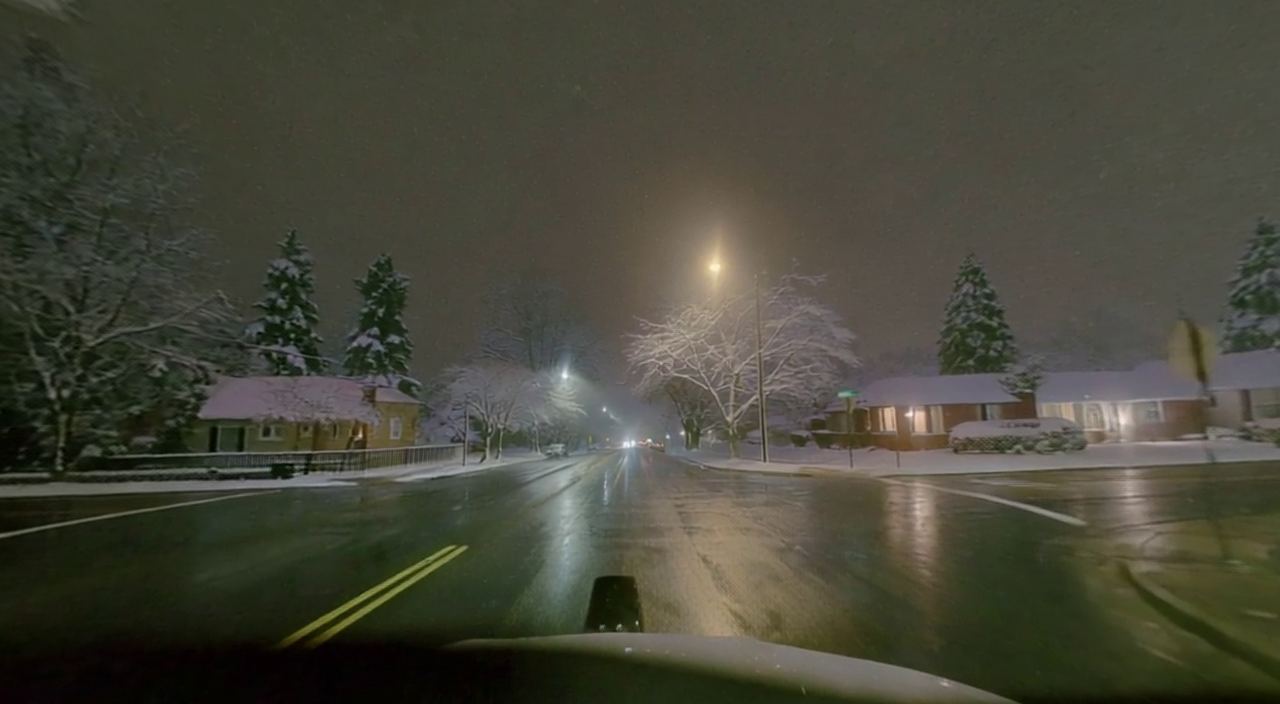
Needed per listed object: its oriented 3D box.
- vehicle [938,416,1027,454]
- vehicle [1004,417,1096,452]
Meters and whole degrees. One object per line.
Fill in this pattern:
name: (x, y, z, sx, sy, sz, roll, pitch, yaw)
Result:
vehicle: (16.115, 3.970, 29.911, 1.829, 1.667, 4.437, 0, -8, 2)
vehicle: (18.873, 3.859, 29.243, 1.803, 1.504, 4.324, -1, -8, 7)
